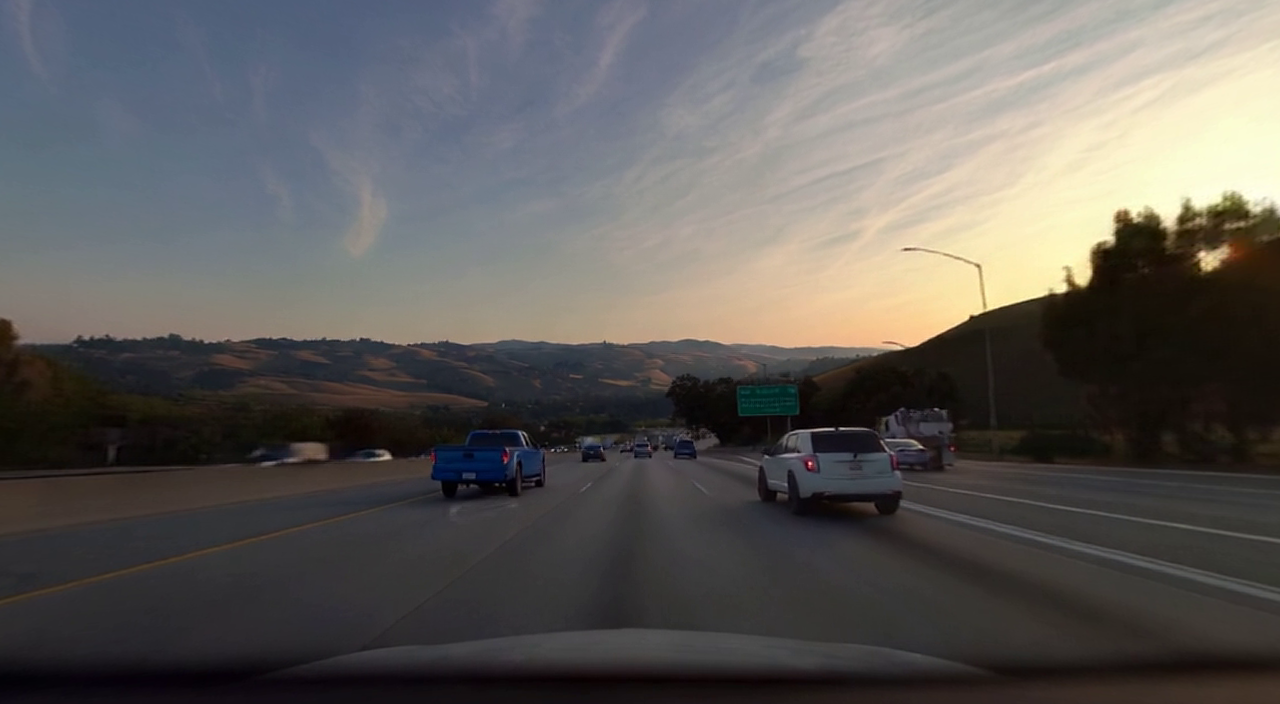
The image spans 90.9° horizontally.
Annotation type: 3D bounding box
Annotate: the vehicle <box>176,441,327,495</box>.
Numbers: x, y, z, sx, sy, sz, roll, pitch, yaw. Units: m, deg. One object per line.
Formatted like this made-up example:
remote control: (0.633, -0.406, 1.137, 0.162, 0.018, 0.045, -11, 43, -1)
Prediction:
vehicle: (-13.590, 4.064, 22.565, 2.121, 1.686, 5.007, -1, -8, 1)

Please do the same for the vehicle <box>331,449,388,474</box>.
vehicle: (-20.427, 7.966, 46.169, 1.919, 1.673, 4.612, 0, -9, 1)

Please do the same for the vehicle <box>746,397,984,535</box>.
vehicle: (3.687, 2.043, 11.885, 2.424, 1.952, 5.611, 0, -8, 0)

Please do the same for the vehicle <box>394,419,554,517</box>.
vehicle: (-3.570, 2.619, 14.795, 2.227, 1.853, 5.161, -1, -8, 1)

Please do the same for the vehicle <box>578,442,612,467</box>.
vehicle: (-3.385, 7.753, 47.894, 2.235, 1.785, 4.386, 0, -8, 1)
